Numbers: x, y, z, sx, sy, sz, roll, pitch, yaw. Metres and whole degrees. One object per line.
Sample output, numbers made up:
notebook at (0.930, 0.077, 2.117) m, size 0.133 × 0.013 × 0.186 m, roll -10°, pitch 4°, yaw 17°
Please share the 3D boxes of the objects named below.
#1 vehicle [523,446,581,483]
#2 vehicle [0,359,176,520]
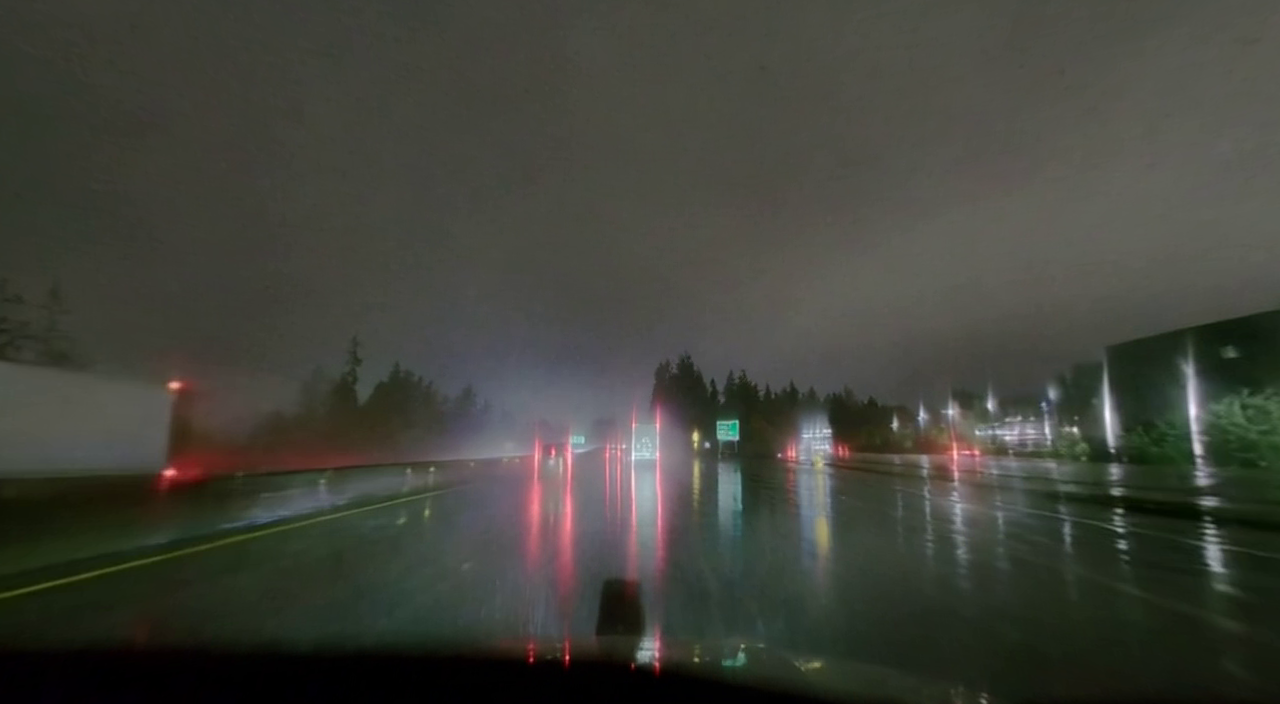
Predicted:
vehicle at (-3.733, 4.860, 27.535) m, size 1.886 × 1.465 × 4.119 m, roll 0°, pitch -9°, yaw 1°
vehicle at (-17.487, 2.467, 17.425) m, size 2.916 × 3.983 × 8.272 m, roll 0°, pitch -9°, yaw 0°
